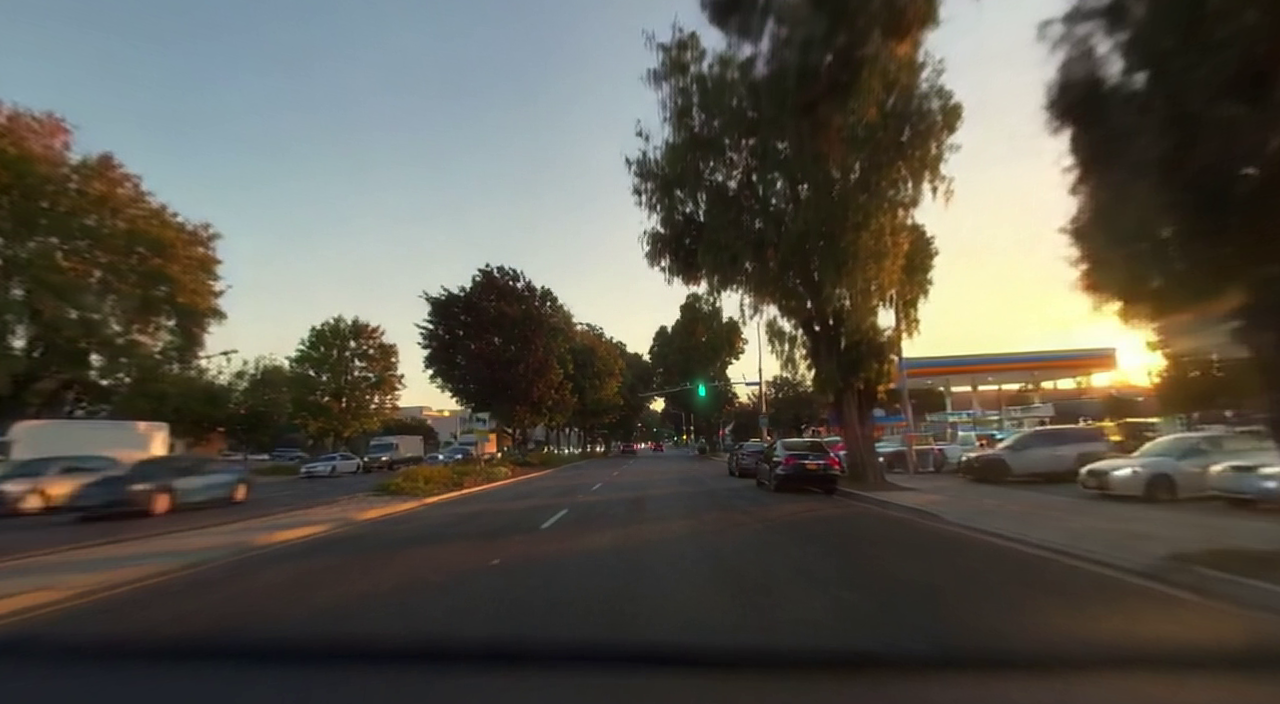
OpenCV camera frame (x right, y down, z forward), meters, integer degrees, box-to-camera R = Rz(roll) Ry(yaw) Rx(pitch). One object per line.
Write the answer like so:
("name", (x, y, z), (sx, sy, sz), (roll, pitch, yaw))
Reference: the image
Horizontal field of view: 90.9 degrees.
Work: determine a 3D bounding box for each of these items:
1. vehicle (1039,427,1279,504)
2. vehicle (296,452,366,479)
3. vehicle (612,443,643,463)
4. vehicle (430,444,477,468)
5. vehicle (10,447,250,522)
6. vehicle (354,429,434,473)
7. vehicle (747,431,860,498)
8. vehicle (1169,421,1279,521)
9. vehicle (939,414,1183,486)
("vehicle", (11.116, 2.322, 13.090), (4.328, 1.455, 1.884), (-1, -9, 1))
("vehicle", (-18.348, 6.720, 37.692), (1.817, 1.460, 4.524), (0, -9, 1))
("vehicle", (-0.904, 7.561, 47.175), (1.959, 1.406, 4.272), (-1, -9, 3))
("vehicle", (-13.660, 7.618, 46.418), (1.977, 1.619, 4.612), (-1, -9, 1))
("vehicle", (-11.200, 2.895, 14.349), (1.801, 1.407, 4.270), (-1, -9, 2))
("vehicle", (-18.051, 7.322, 46.859), (2.837, 2.953, 7.214), (-1, -9, 2))
("vehicle", (4.623, 3.252, 18.594), (2.179, 1.709, 4.512), (0, -9, 1))
("vehicle", (11.863, 1.914, 10.410), (4.435, 1.491, 1.882), (-1, -8, 2))
("vehicle", (11.981, 2.834, 18.323), (5.404, 1.914, 2.159), (-1, -9, 4))
